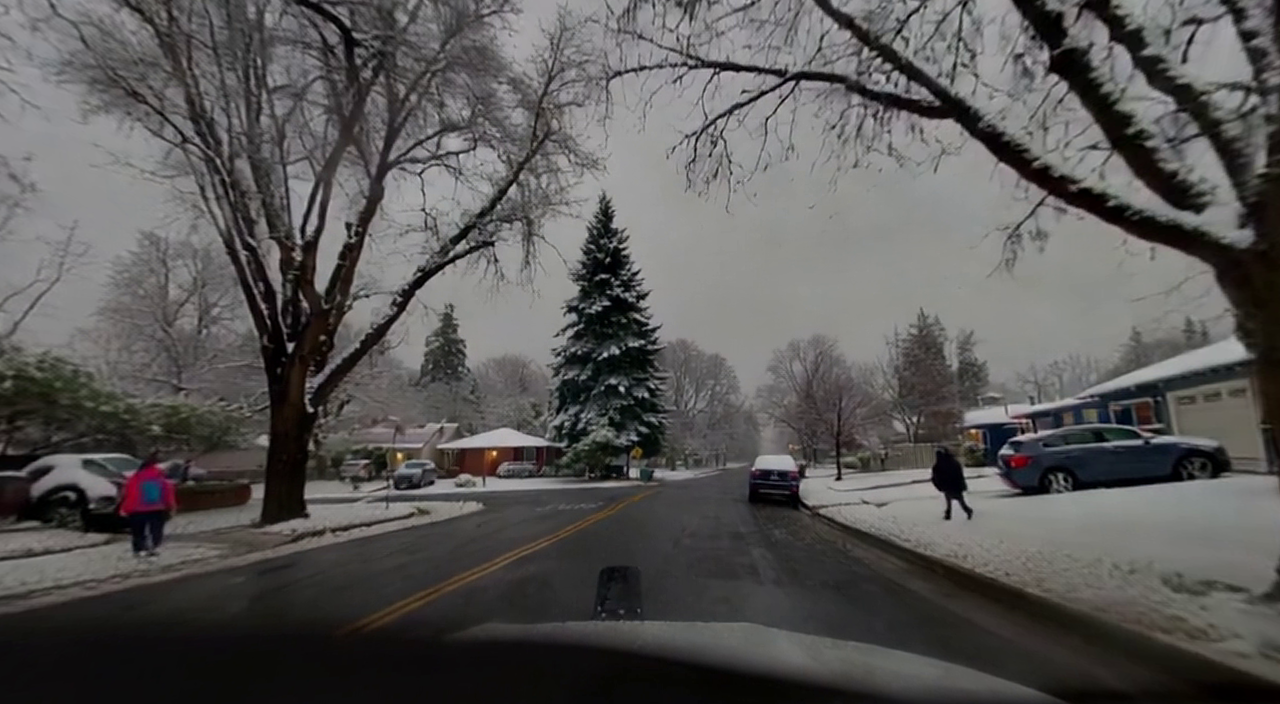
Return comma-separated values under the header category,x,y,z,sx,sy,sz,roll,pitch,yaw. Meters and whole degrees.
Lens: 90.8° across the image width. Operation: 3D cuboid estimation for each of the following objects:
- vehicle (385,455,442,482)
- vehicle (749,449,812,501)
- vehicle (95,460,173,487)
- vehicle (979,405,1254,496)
category,x,y,z,sx,sy,sz,roll,pitch,yaw
vehicle,-16.499,8.473,46.234,2.021,1.798,4.491,-1,-8,7
vehicle,5.312,4.561,23.979,2.053,1.737,4.375,-2,-9,12
vehicle,-38.416,9.223,48.153,2.206,1.858,4.918,1,-10,-7
vehicle,11.312,2.385,15.365,4.780,1.765,2.103,-4,-8,3
